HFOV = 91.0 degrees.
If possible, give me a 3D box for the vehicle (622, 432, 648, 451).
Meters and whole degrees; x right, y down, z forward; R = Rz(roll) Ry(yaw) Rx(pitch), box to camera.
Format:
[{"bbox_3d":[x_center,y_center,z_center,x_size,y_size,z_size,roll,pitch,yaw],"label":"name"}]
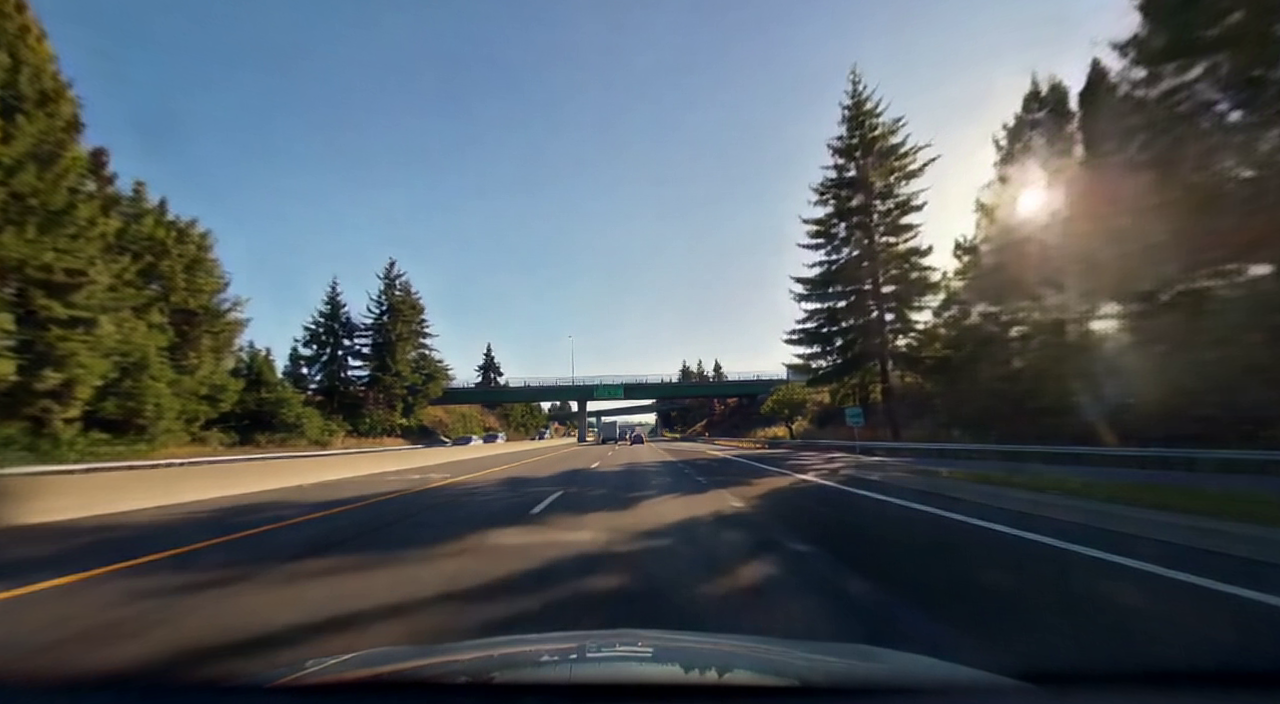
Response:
[{"bbox_3d":[-0.448,7.041,49.526,1.952,1.438,3.702,0,-8,-2],"label":"vehicle"}]
